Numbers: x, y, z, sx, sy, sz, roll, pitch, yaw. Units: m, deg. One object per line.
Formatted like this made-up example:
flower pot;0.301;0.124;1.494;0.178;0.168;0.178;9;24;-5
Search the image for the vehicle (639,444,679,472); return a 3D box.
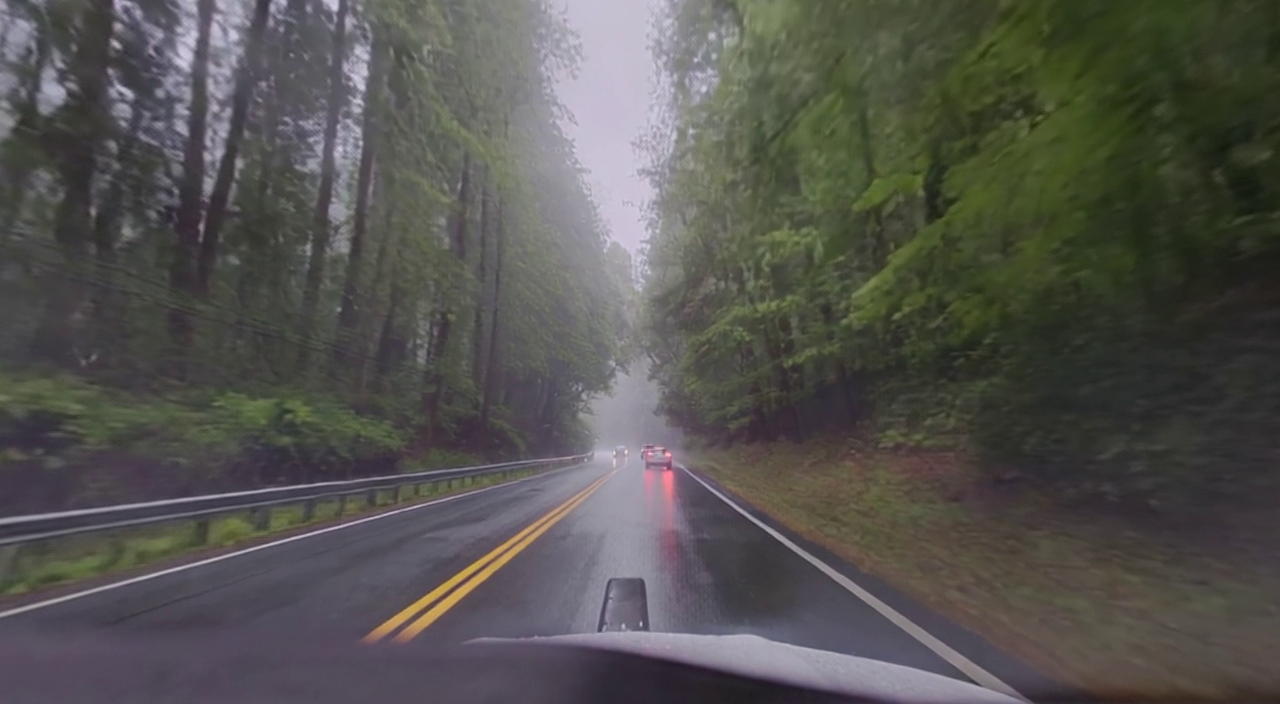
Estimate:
vehicle;1.027;5.999;35.827;2.120;1.491;4.349;0;-9;1
